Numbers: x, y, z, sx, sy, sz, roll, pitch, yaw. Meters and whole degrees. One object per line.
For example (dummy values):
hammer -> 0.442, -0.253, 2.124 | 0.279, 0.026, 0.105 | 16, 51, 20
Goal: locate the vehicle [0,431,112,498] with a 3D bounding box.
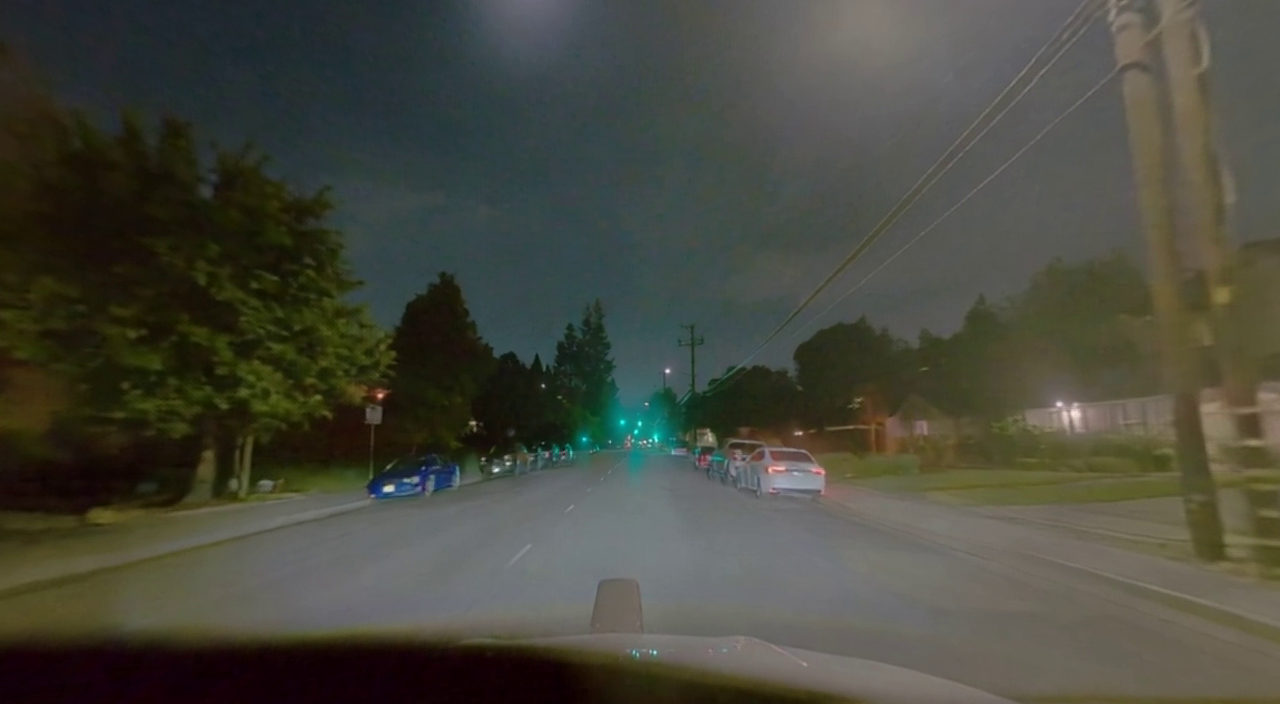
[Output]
vehicle -> -17.816, 3.138, 17.802 | 1.925, 1.750, 4.489 | 0, -9, 0

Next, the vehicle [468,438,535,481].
vehicle -> -6.315, 4.942, 29.302 | 2.031, 1.799, 4.587 | 0, -9, 0

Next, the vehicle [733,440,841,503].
vehicle -> 3.666, 3.060, 16.614 | 1.763, 1.432, 4.323 | 0, -9, -1

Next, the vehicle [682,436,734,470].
vehicle -> 3.658, 5.587, 35.113 | 2.178, 1.757, 5.495 | 0, -9, -1

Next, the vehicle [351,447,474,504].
vehicle -> -6.454, 3.520, 18.553 | 2.031, 1.454, 4.410 | 0, -9, -1
